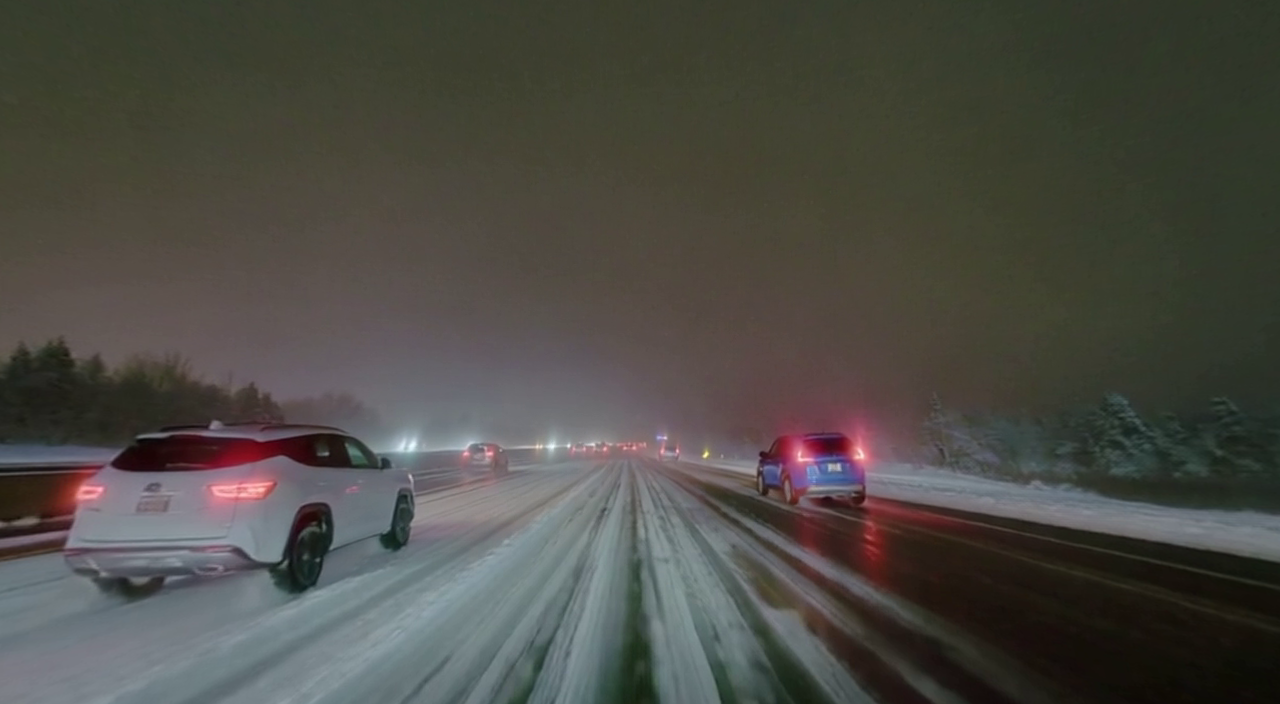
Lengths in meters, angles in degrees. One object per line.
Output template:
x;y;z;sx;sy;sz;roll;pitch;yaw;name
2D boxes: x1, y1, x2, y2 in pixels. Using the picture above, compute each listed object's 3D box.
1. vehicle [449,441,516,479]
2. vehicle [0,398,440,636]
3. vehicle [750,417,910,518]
-7.760;5.354;31.518;2.095;1.696;4.680;-1;-9;1;vehicle
-4.096;1.581;7.012;2.214;1.743;4.465;-1;-9;1;vehicle
4.007;2.550;14.304;2.153;1.860;4.689;-1;-9;0;vehicle
